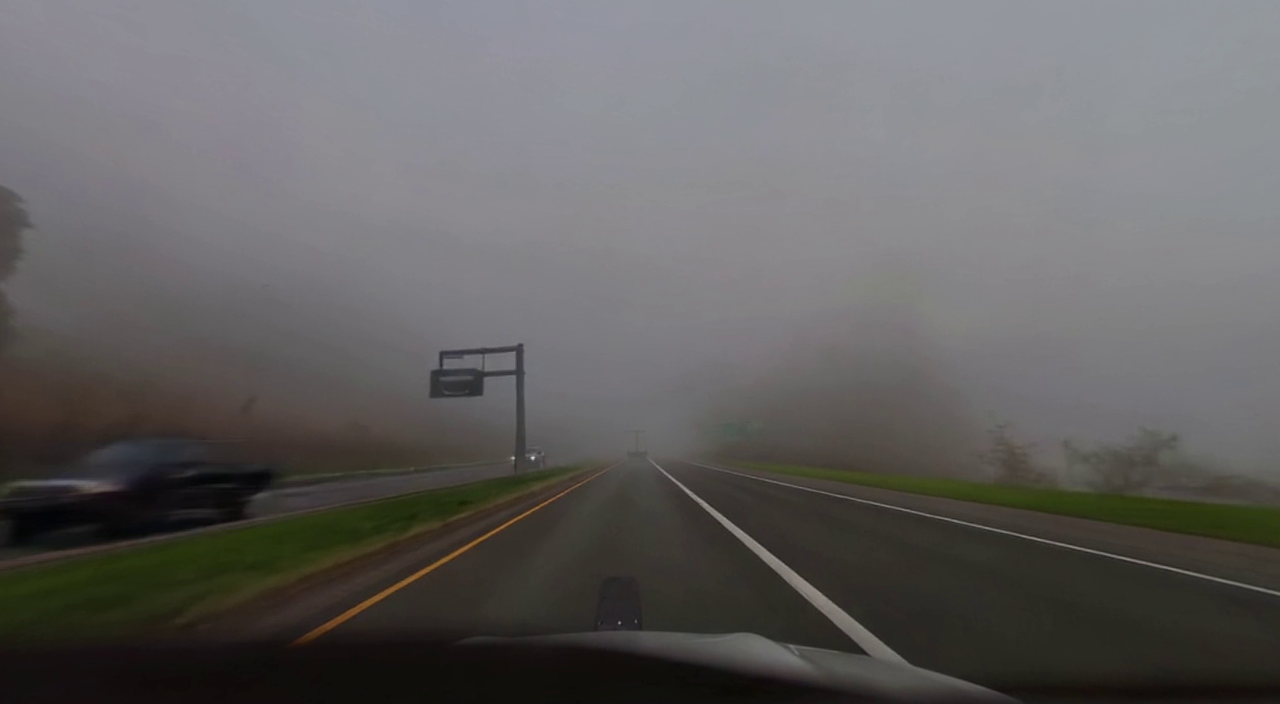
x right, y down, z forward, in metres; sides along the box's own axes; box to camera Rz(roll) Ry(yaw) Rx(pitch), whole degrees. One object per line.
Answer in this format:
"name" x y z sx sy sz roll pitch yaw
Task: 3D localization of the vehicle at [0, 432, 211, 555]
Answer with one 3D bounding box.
"vehicle" -9.509 2.137 9.944 2.016 1.620 4.735 0 -9 0
